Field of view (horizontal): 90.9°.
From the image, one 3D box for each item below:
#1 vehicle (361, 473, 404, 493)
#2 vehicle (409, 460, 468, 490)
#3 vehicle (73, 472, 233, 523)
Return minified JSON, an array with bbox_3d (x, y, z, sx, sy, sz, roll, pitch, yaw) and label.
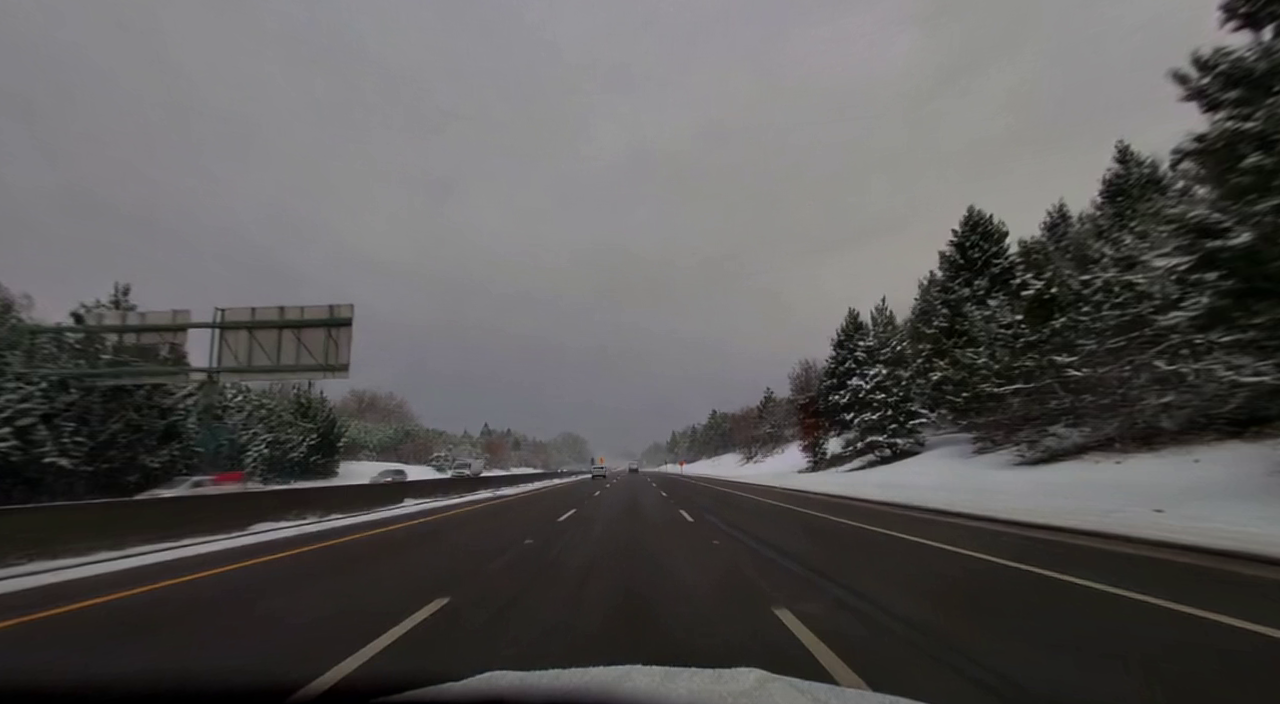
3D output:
[{"bbox_3d":[-19.760,10.071,48.525,1.779,1.434,3.710,1,-10,-1],"label":"vehicle"},{"bbox_3d":[-12.204,7.502,38.500,2.117,1.647,4.613,1,-10,-1],"label":"vehicle"},{"bbox_3d":[-16.163,4.828,21.296,1.818,1.466,4.498,1,-10,-1],"label":"vehicle"}]
